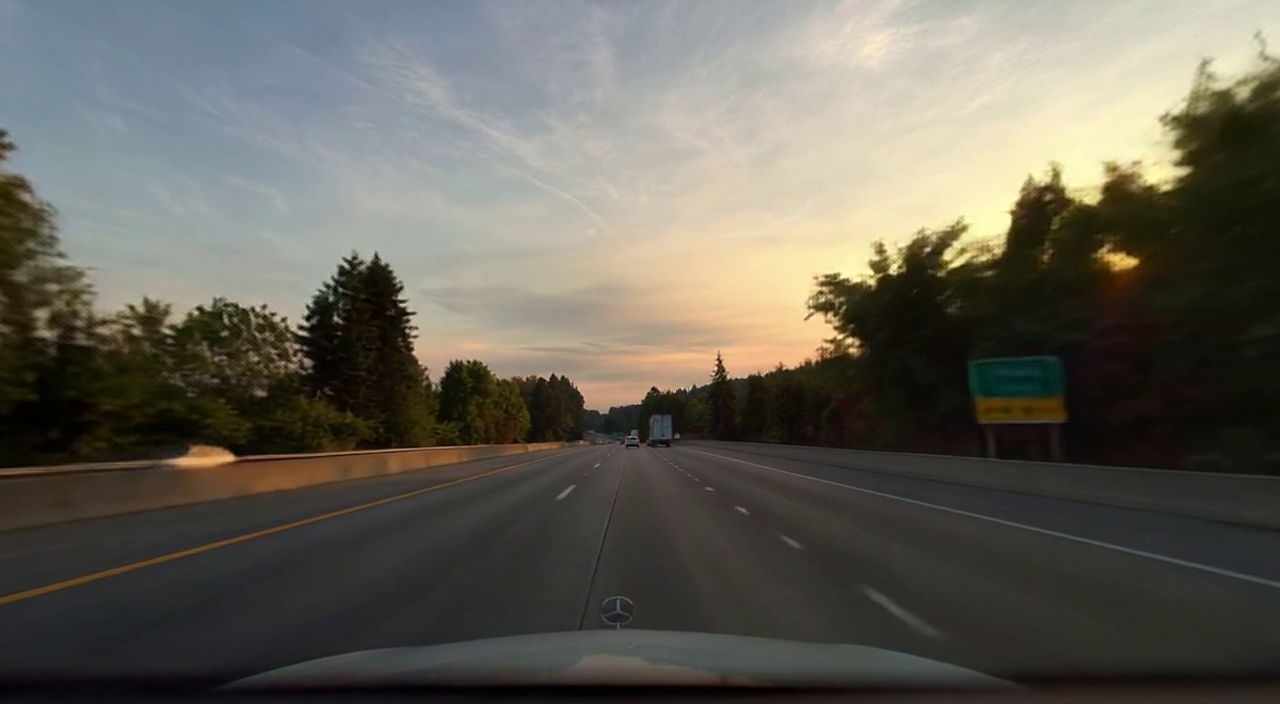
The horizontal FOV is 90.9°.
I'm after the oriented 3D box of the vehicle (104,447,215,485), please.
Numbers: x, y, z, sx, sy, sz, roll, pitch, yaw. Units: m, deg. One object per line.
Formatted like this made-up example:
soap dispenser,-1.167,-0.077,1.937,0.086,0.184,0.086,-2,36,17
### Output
vehicle,-20.503,4.850,27.115,1.777,1.450,3.794,0,-8,-1
